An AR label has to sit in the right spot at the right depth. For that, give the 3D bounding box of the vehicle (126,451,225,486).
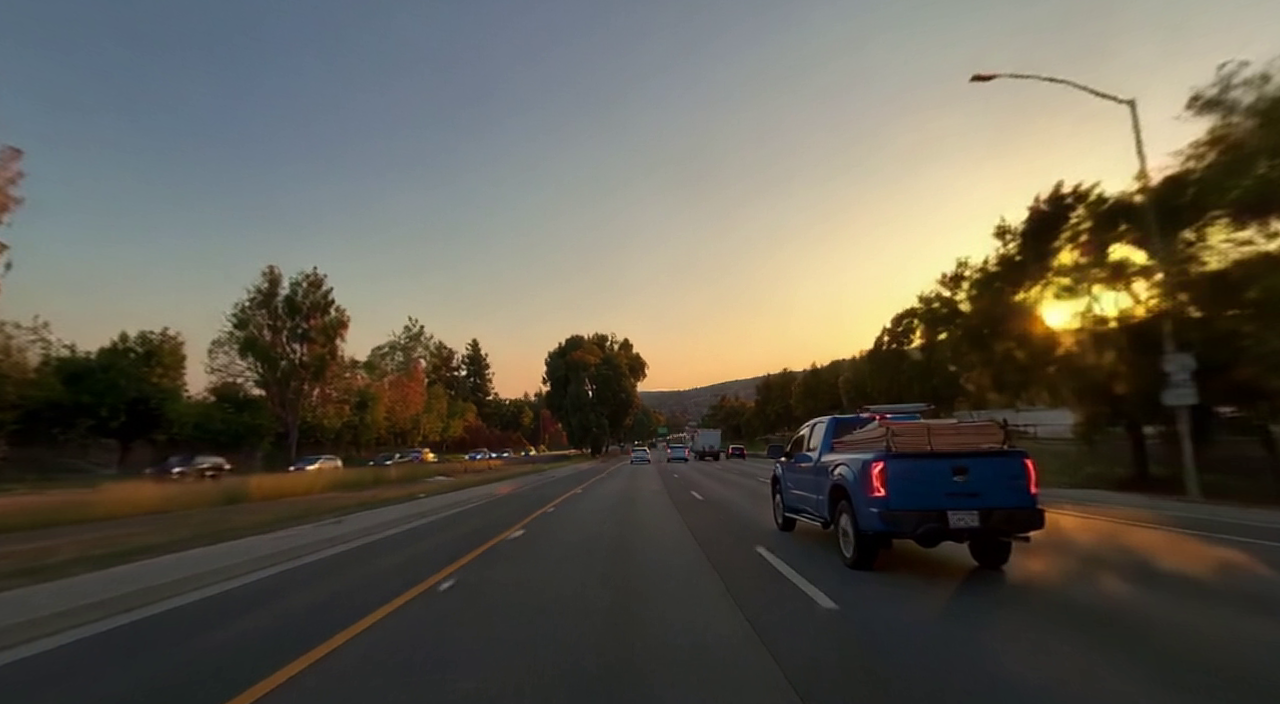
[{"bbox_3d":[-25.366,6.343,34.591,2.027,1.720,4.338,0,-9,1],"label":"vehicle"}]

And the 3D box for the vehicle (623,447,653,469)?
[{"bbox_3d":[-0.106,7.373,43.971,2.030,1.473,3.926,0,-9,1],"label":"vehicle"}]

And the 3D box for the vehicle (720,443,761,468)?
[{"bbox_3d":[7.226,7.485,45.605,2.189,1.704,4.521,0,-9,0],"label":"vehicle"}]

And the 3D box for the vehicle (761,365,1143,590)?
[{"bbox_3d":[3.432,1.578,8.708,2.354,2.079,5.586,0,-9,-1],"label":"vehicle"}]
